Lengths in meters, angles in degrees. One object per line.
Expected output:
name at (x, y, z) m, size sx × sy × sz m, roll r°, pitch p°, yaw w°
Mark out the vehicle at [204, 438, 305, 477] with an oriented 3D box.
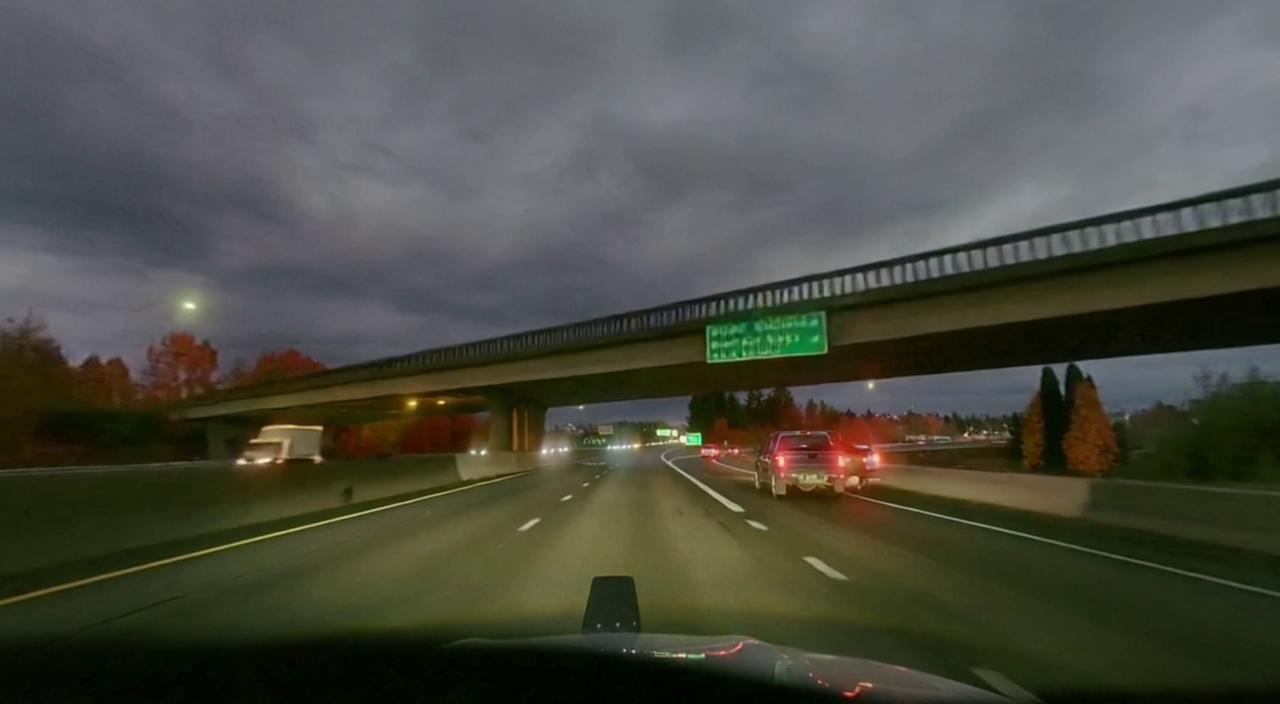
vehicle at (-21.905, 6.004, 35.931) m, size 2.136 × 2.060 × 5.390 m, roll -1°, pitch -9°, yaw 3°
